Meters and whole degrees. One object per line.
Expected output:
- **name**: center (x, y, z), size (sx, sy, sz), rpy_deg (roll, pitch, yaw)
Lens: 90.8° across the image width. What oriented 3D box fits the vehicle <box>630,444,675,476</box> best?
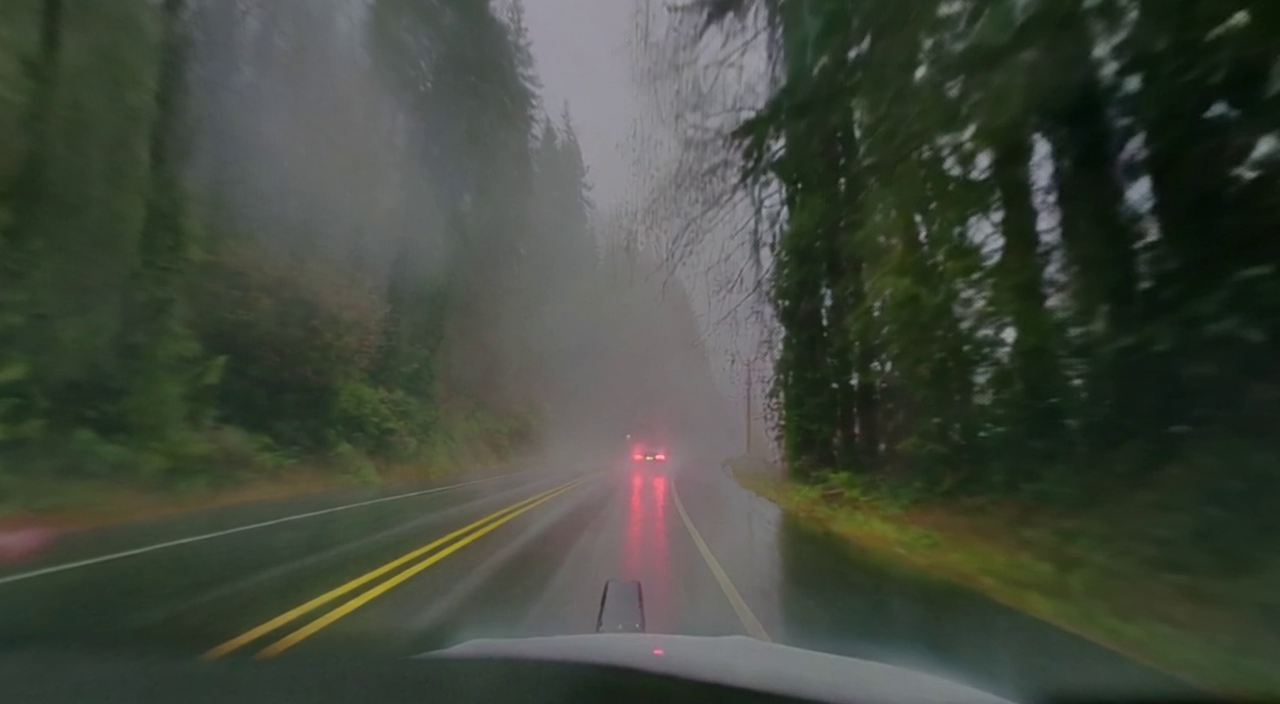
- **vehicle**: center (0.727, 5.632, 33.201), size (2.059, 1.524, 3.963), rpy_deg (0, -9, 5)
